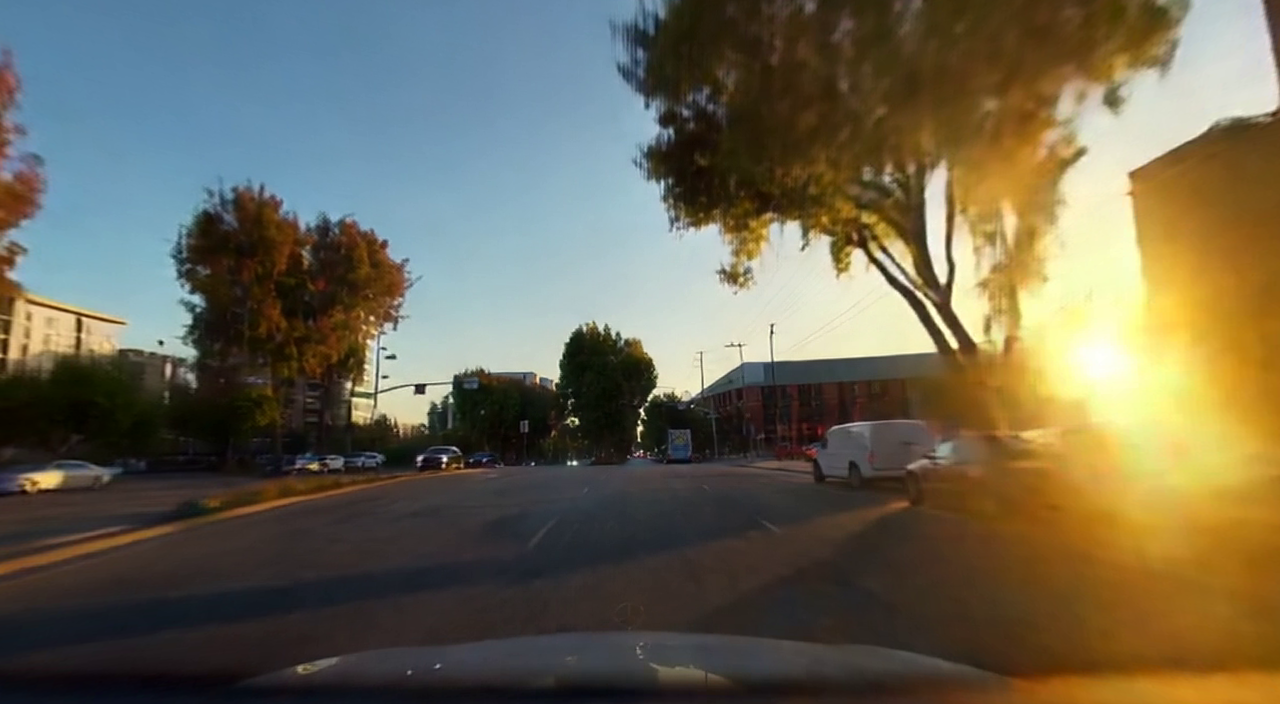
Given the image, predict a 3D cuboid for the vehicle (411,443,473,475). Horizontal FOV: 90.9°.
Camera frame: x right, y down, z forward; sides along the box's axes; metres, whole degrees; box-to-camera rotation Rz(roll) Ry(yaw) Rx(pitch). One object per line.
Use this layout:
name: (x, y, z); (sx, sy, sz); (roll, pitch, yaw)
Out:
vehicle: (-12.417, 6.706, 39.881); (2.419, 1.787, 4.859); (-3, -8, 0)

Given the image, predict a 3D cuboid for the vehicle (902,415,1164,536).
vehicle: (6.904, 2.204, 11.894); (1.889, 1.799, 4.704); (0, -8, 0)

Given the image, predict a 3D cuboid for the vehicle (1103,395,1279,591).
vehicle: (6.948, 1.294, 5.550); (2.089, 1.788, 4.817); (2, -8, 0)

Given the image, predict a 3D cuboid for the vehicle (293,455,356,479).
vehicle: (-22.684, 8.236, 45.586); (1.838, 1.526, 5.104); (-1, -8, 1)

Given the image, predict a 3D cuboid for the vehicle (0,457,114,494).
vehicle: (-25.530, 5.271, 27.040); (4.194, 1.471, 1.834); (0, -8, -2)

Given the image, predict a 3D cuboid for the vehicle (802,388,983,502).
vehicle: (7.039, 2.759, 18.859); (2.391, 2.750, 6.853); (0, -8, -1)

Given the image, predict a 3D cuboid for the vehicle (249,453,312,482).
vehicle: (-22.603, 7.258, 39.782); (1.875, 1.528, 3.717); (-5, -9, -2)
